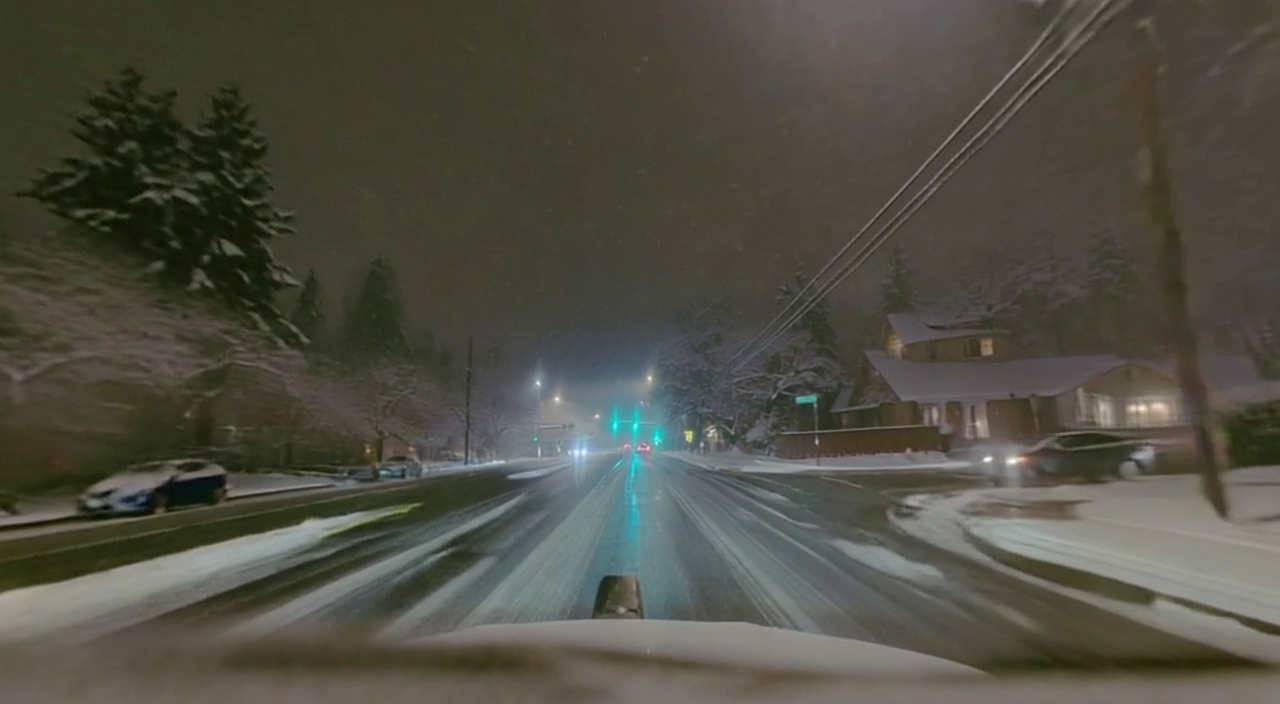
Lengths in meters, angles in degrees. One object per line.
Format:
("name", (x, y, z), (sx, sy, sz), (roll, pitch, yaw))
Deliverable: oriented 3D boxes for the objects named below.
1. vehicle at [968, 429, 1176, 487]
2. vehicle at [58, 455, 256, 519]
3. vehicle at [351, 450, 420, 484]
("vehicle", (11.832, 2.891, 17.439), (4.644, 1.471, 1.843), (2, -8, -10))
("vehicle", (-13.672, 3.802, 18.349), (1.901, 1.481, 4.636), (0, -8, 3))
("vehicle", (-13.811, 6.240, 34.573), (1.941, 1.501, 4.432), (-3, -7, 0))
